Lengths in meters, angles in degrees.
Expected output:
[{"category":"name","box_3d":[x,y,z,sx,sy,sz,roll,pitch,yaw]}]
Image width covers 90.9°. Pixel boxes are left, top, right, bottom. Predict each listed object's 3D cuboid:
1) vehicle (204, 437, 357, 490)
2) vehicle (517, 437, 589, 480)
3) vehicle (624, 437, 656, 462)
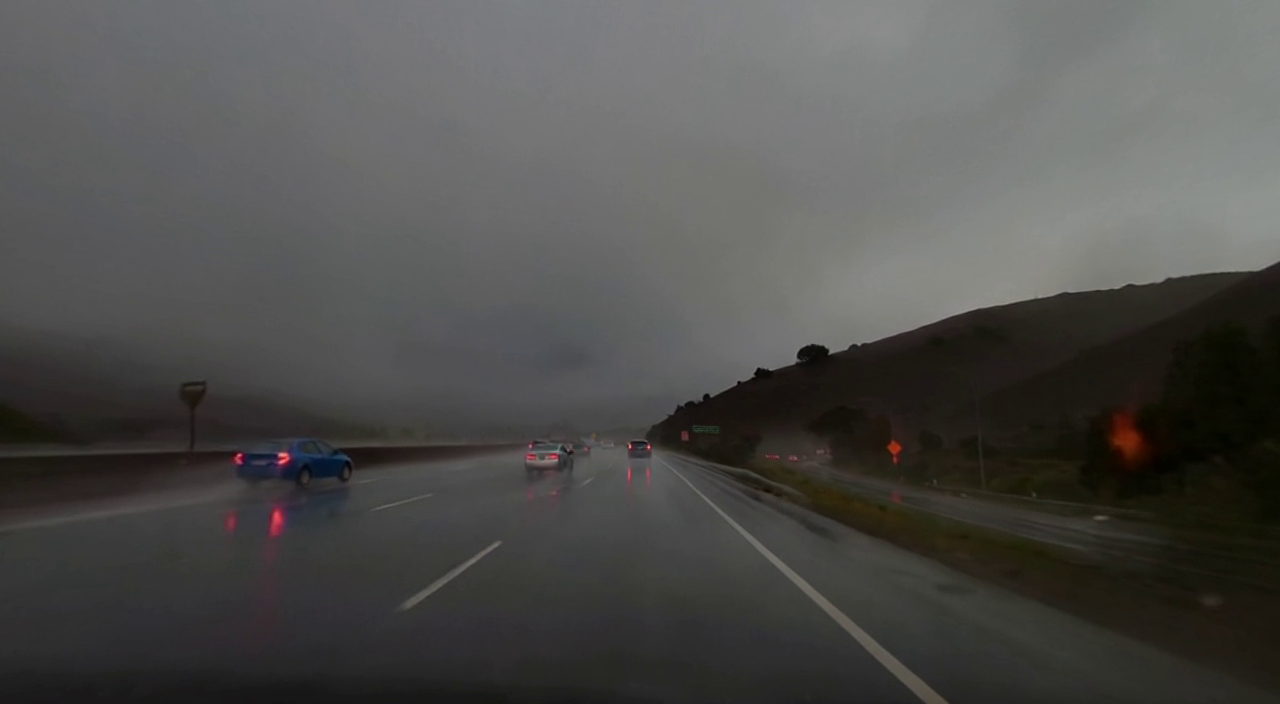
[{"category":"vehicle","box_3d":[-11.234,3.496,20.250,1.945,1.466,4.947,-1,-8,1]},{"category":"vehicle","box_3d":[-3.317,4.152,24.923,2.080,1.505,4.649,-1,-8,1]},{"category":"vehicle","box_3d":[0.016,6.990,45.291,2.138,1.674,4.044,0,-8,0]}]
